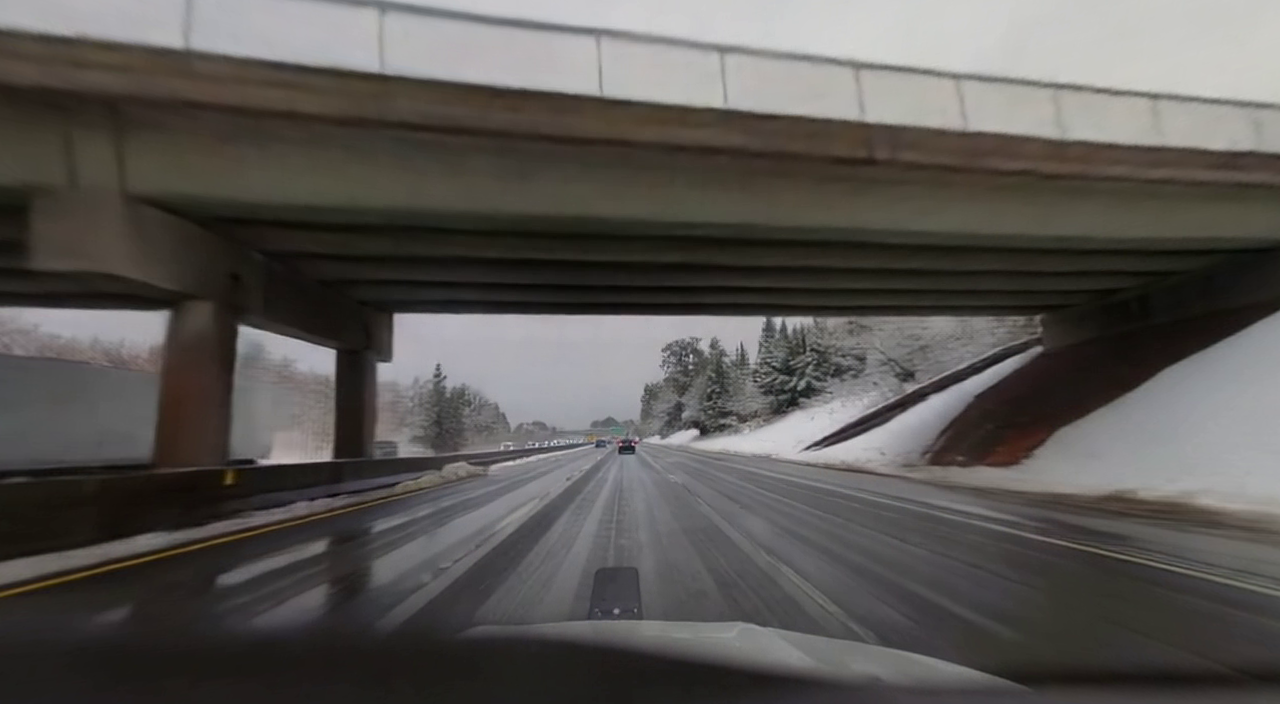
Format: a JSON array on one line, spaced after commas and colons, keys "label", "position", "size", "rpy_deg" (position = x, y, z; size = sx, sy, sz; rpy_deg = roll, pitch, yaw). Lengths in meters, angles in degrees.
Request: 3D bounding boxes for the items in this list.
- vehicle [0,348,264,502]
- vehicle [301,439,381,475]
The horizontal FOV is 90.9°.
[{"label": "vehicle", "position": [-16.508, 2.159, 18.082], "size": [2.982, 3.570, 14.255], "rpy_deg": [0, -8, -1]}, {"label": "vehicle", "position": [-12.881, 4.511, 27.409], "size": [1.765, 1.408, 3.539], "rpy_deg": [0, -8, -1]}]
